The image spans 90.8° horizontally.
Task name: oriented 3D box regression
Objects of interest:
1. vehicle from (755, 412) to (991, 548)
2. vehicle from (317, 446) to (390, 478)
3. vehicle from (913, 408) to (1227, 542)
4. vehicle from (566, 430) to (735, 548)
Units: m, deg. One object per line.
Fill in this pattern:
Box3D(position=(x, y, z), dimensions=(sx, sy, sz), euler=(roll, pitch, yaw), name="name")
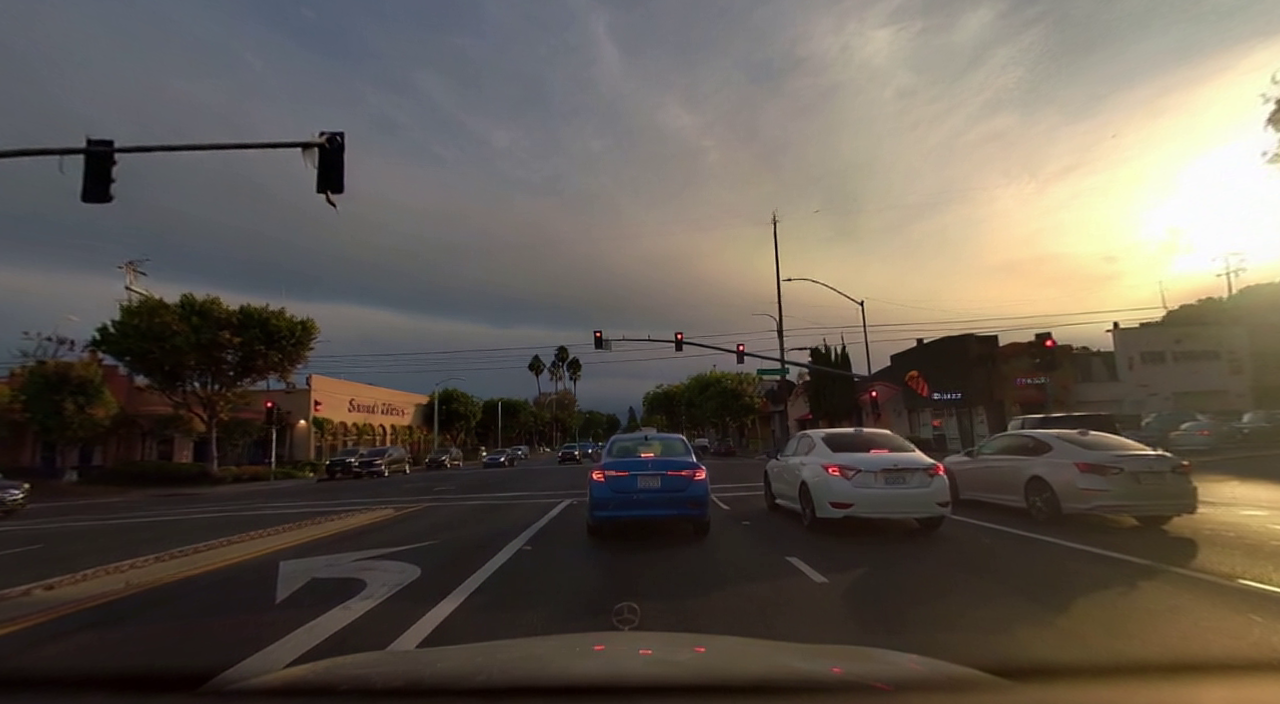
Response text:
Box3D(position=(3.272, 1.910, 10.105), dimensions=(1.973, 1.633, 4.717), euler=(0, -8, 0), name="vehicle")
Box3D(position=(-18.585, 7.138, 41.306), dimensions=(2.324, 1.911, 5.610), euler=(0, -8, -2), name="vehicle")
Box3D(position=(6.460, 1.898, 10.298), dimensions=(2.009, 1.700, 4.275), euler=(0, -8, -1), name="vehicle")
Box3D(position=(0.097, 2.035, 10.093), dimensions=(2.135, 1.468, 4.076), euler=(0, -8, -1), name="vehicle")
